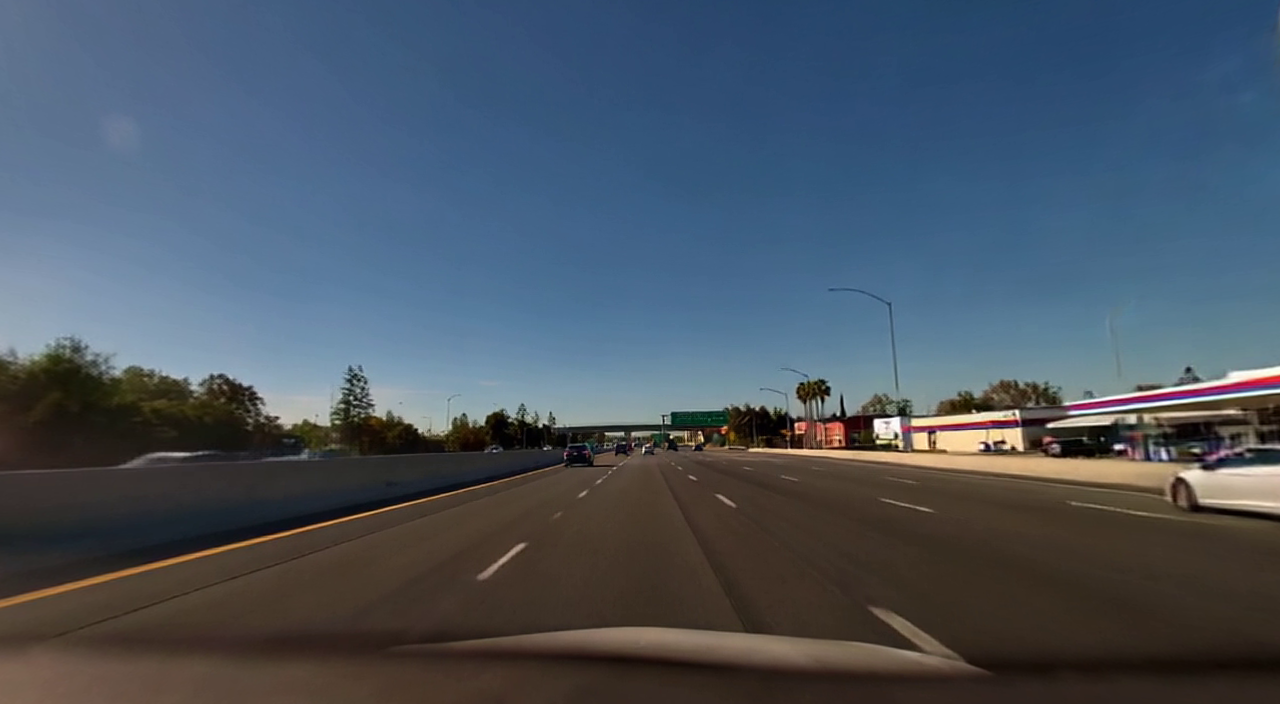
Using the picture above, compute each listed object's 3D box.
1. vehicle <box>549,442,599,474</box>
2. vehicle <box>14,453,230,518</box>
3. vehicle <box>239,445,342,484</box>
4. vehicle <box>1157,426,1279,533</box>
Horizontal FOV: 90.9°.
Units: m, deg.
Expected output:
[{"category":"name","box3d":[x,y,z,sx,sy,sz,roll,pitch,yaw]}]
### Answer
[{"category":"vehicle","box3d":[-3.347,5.499,32.927,2.114,1.510,4.186,-1,-9,1]},{"category":"vehicle","box3d":[-14.031,3.605,17.597,1.926,1.473,4.838,-1,-9,0]},{"category":"vehicle","box3d":[-17.721,5.683,32.300,2.440,1.816,4.846,-1,-9,1]},{"category":"vehicle","box3d":[9.759,1.701,8.341,1.909,1.467,4.940,-1,-8,4]}]
